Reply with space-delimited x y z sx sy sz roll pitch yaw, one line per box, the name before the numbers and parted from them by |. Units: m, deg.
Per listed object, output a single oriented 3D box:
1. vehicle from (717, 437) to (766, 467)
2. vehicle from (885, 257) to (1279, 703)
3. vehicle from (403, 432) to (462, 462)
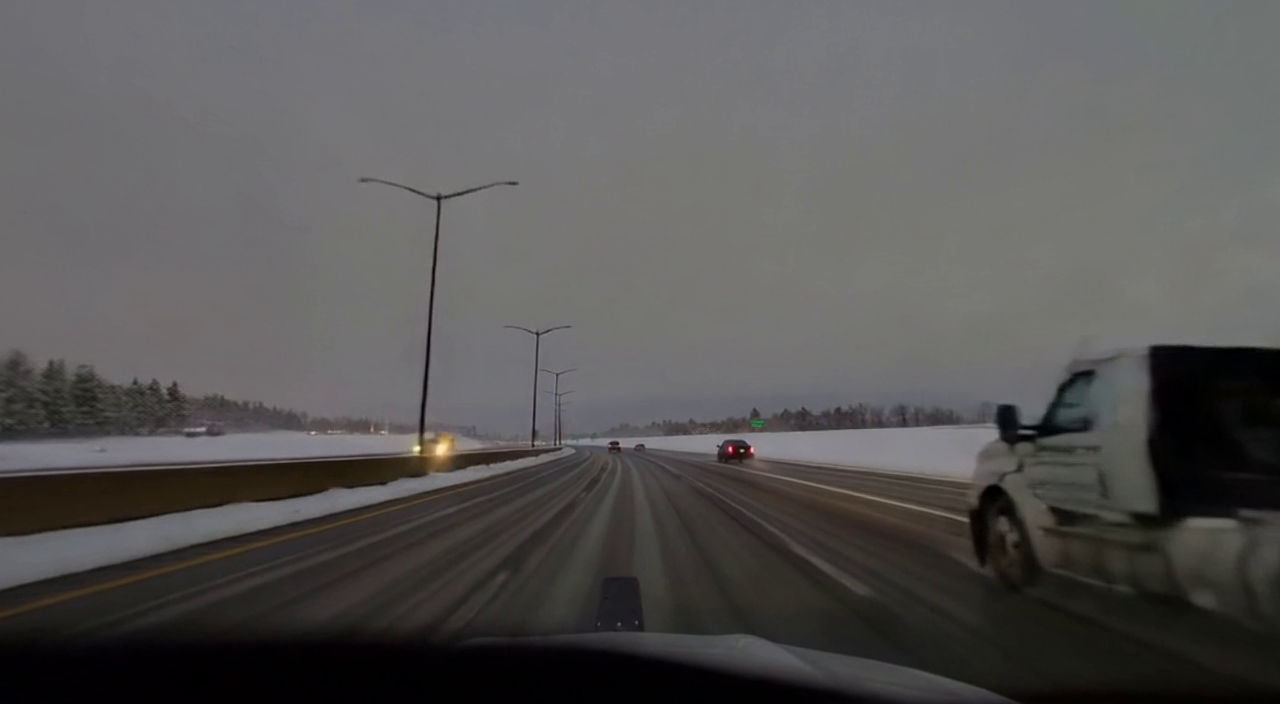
vehicle | 6.228 6.195 39.221 2.104 1.723 4.538 0 -9 -2
vehicle | 3.800 0.643 1.942 2.981 2.053 7.897 0 -9 0
vehicle | -14.529 6.679 44.599 2.499 1.964 5.176 0 -9 -2
